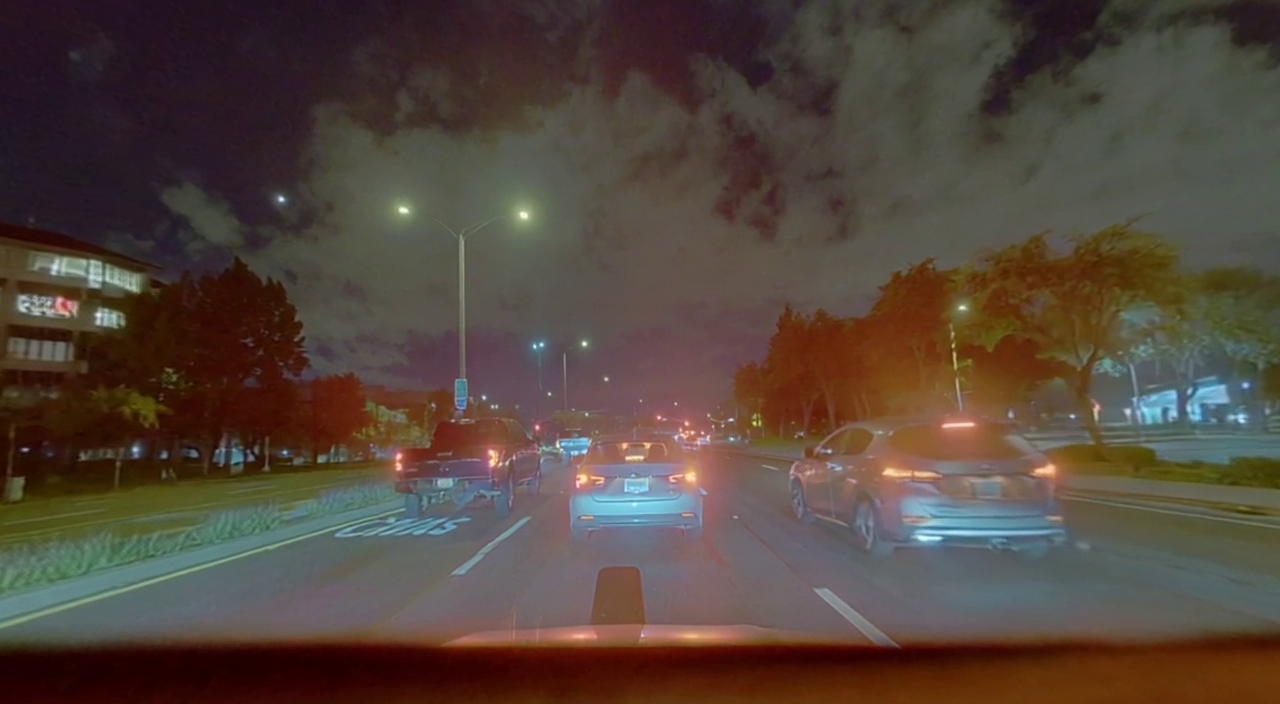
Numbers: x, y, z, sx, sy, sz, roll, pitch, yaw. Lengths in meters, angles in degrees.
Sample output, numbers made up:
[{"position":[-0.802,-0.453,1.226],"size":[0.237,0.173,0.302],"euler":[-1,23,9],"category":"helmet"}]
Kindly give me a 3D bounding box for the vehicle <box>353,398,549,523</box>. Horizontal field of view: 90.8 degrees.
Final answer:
[{"position":[-3.433,2.135,12.950],"size":[2.301,1.985,5.531],"euler":[0,-8,0],"category":"vehicle"}]

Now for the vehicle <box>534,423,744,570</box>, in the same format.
[{"position":[-0.068,1.759,8.465],"size":[2.126,1.475,3.967],"euler":[0,-8,-2],"category":"vehicle"}]

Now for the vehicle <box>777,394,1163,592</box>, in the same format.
[{"position":[3.333,1.546,7.828],"size":[2.092,1.658,4.814],"euler":[0,-8,-1],"category":"vehicle"}]
